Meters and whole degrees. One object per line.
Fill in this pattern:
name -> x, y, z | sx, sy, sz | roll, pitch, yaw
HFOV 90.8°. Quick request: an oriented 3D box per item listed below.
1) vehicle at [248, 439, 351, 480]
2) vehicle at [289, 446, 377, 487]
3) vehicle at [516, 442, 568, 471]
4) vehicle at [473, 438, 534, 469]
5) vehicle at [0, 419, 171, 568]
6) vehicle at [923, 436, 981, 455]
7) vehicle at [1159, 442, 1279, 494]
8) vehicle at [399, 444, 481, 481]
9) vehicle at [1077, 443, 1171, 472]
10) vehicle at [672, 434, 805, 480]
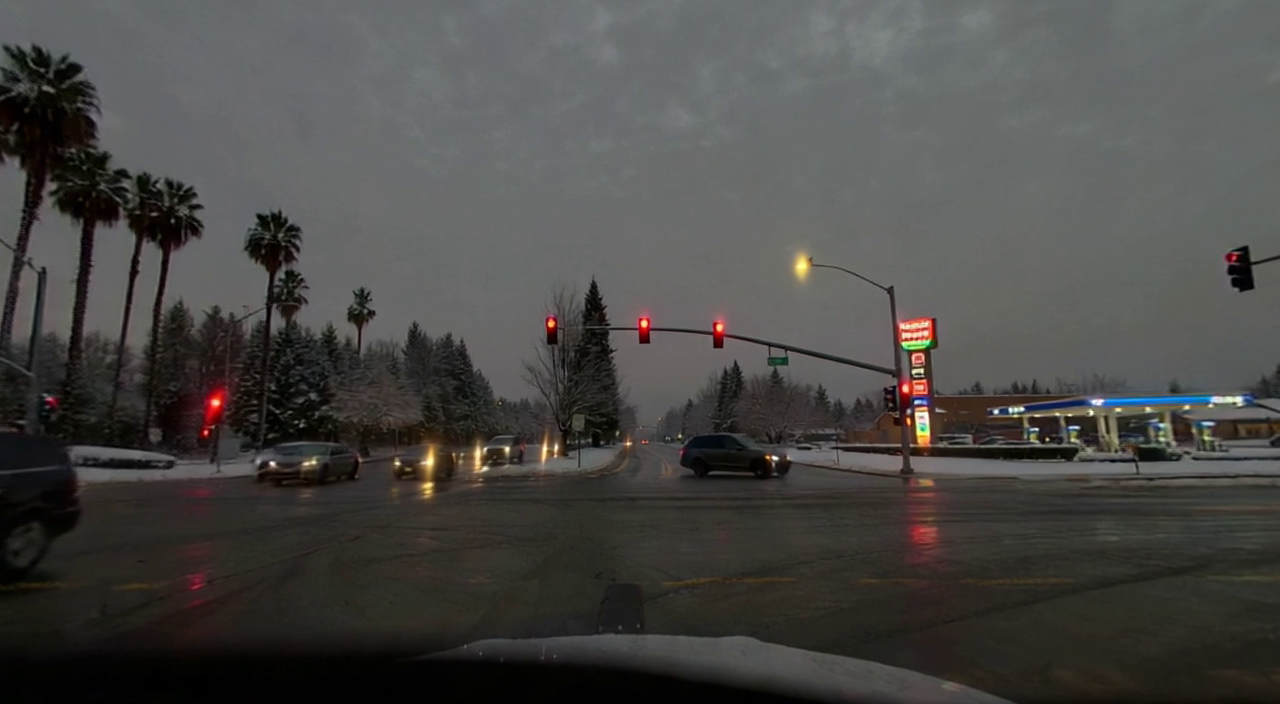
vehicle -> -15.379, 4.877, 28.902 | 1.852, 1.705, 5.263 | 0, -9, -1
vehicle -> -11.974, 4.456, 24.892 | 1.633, 1.460, 3.540 | 0, -9, 0
vehicle -> -5.379, 5.849, 35.438 | 2.079, 1.490, 5.064 | 0, -9, 1
vehicle -> -8.797, 6.621, 41.372 | 2.609, 1.865, 5.875 | 0, -9, 0
vehicle -> -8.442, 1.679, 7.568 | 2.124, 1.701, 4.551 | 0, -9, 0
vehicle -> 22.540, 6.760, 45.657 | 3.356, 1.395, 1.559 | 0, -9, -1
vehicle -> 18.765, 3.412, 18.822 | 5.015, 1.446, 1.862 | 0, -9, -2
vehicle -> -8.750, 4.854, 28.102 | 2.034, 1.510, 4.647 | 0, -9, 1
vehicle -> 24.260, 5.294, 31.736 | 3.474, 1.376, 1.538 | 0, -9, -2
vehicle -> 3.928, 4.177, 25.307 | 4.892, 1.719, 1.929 | 3, -9, -21
